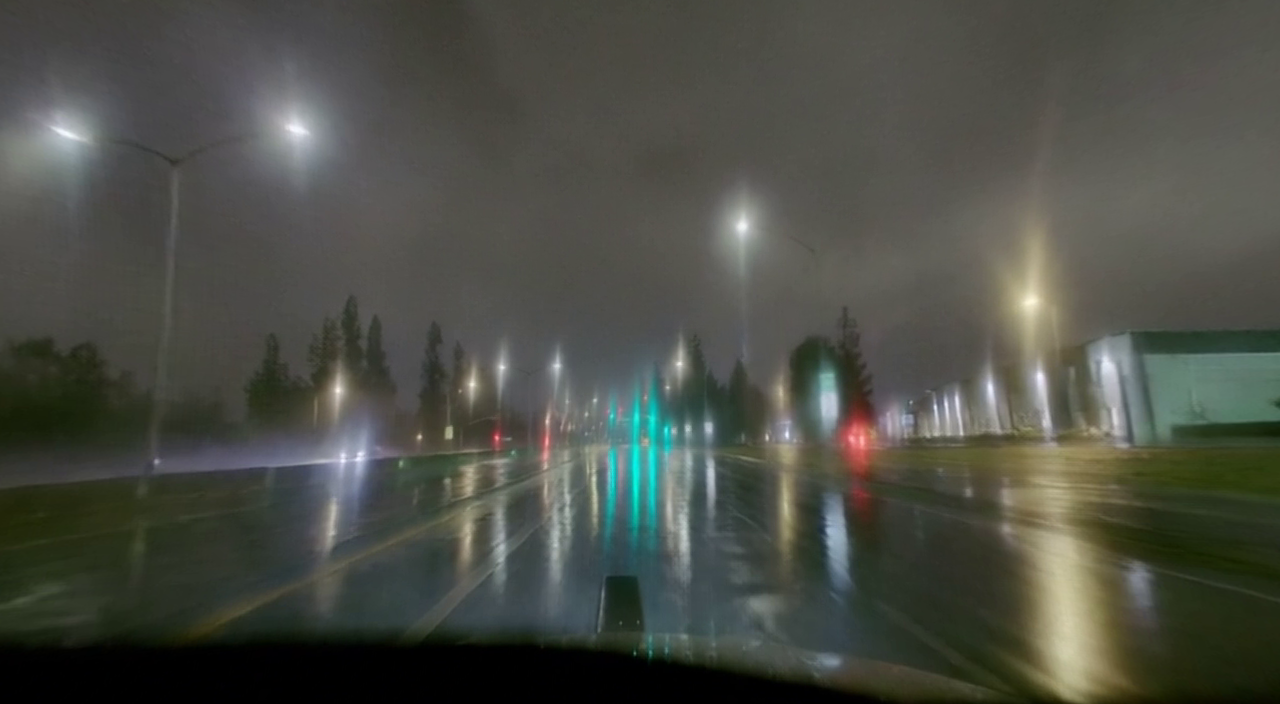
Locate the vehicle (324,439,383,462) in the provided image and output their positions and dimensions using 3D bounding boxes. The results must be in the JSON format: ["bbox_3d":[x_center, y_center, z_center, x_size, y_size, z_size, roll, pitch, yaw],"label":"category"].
[{"bbox_3d":[-19.274,6.638,42.741,1.790,1.453,4.618,0,-9,1],"label":"vehicle"}]
